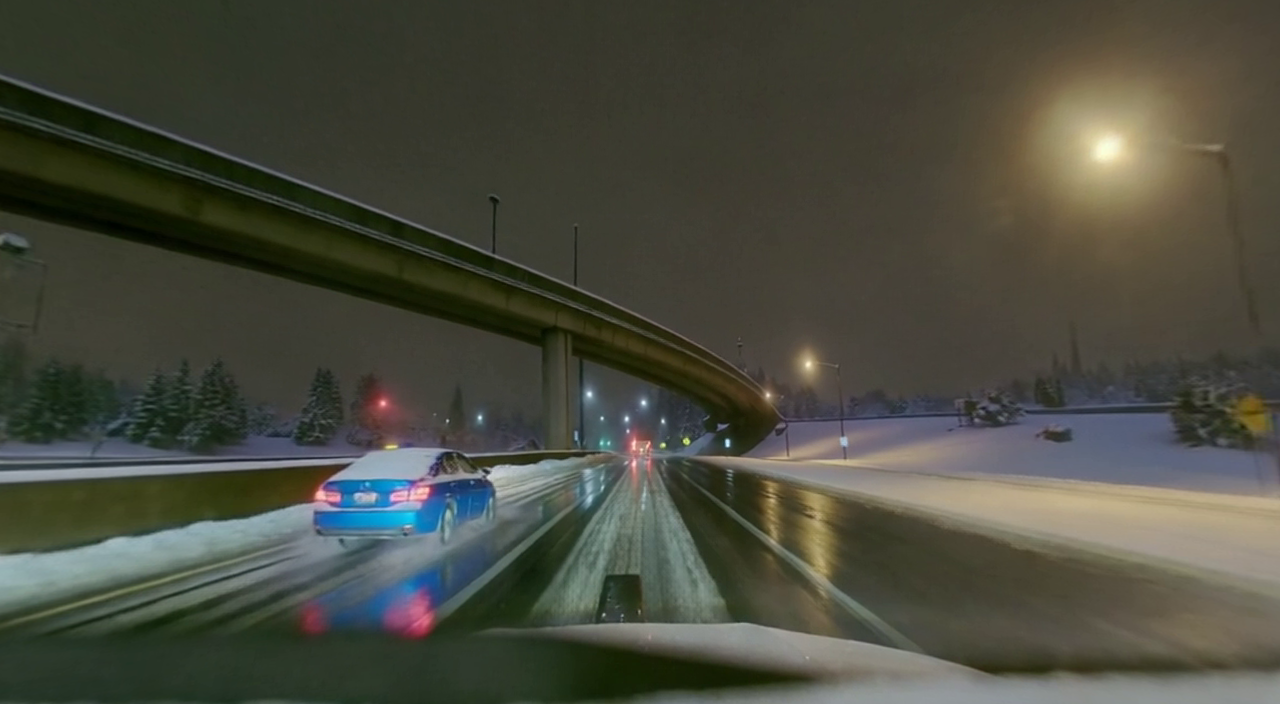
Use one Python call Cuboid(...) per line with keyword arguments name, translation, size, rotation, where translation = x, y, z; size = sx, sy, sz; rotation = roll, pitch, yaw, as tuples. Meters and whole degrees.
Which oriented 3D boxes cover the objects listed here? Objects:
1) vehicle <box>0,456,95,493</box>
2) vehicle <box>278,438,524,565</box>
Cuboid(name="vehicle", translation=(-26.590, 5.333, 27.693), size=(1.692, 1.456, 3.847), rotation=(0, -9, 1))
Cuboid(name="vehicle", translation=(-3.223, 2.089, 9.588), size=(2.044, 1.478, 4.114), rotation=(0, -9, 1))
